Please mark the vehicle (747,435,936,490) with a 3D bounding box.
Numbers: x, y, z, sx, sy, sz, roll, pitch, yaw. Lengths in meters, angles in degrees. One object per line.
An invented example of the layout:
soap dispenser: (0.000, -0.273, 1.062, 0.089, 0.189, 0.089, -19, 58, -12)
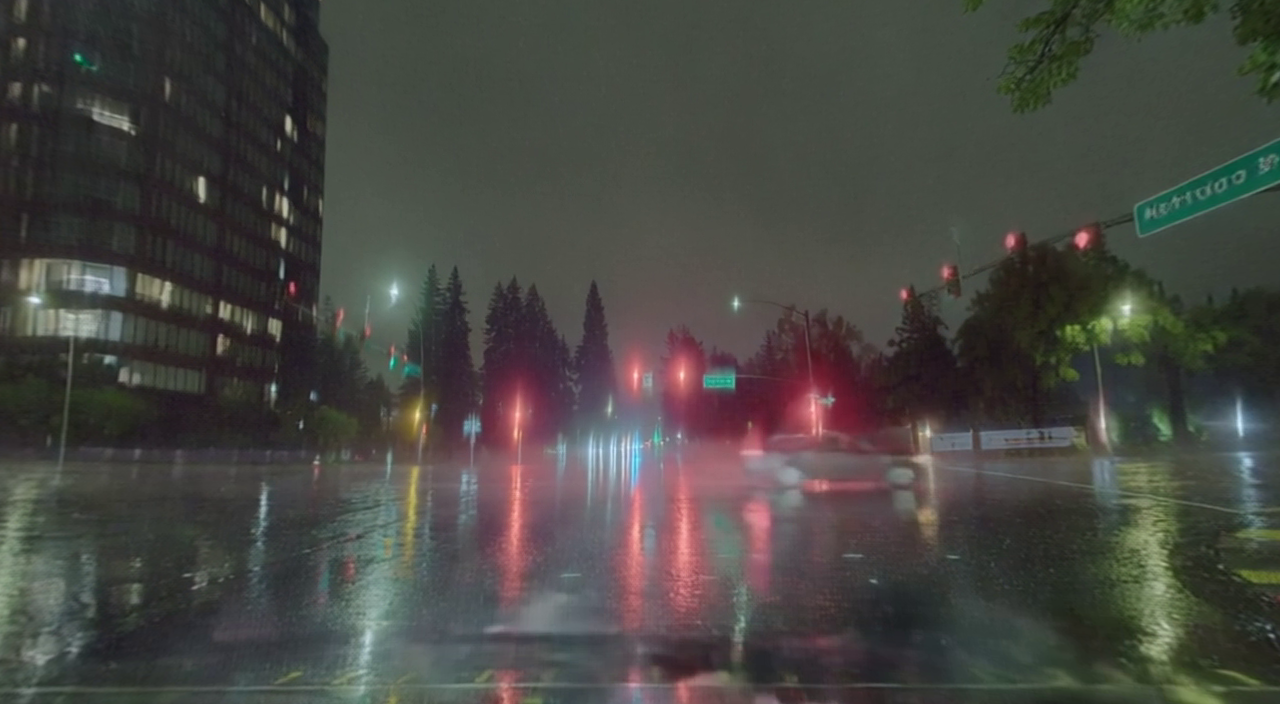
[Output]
vehicle: (5.757, 3.216, 18.583, 4.838, 1.468, 2.052, 0, -9, 1)
